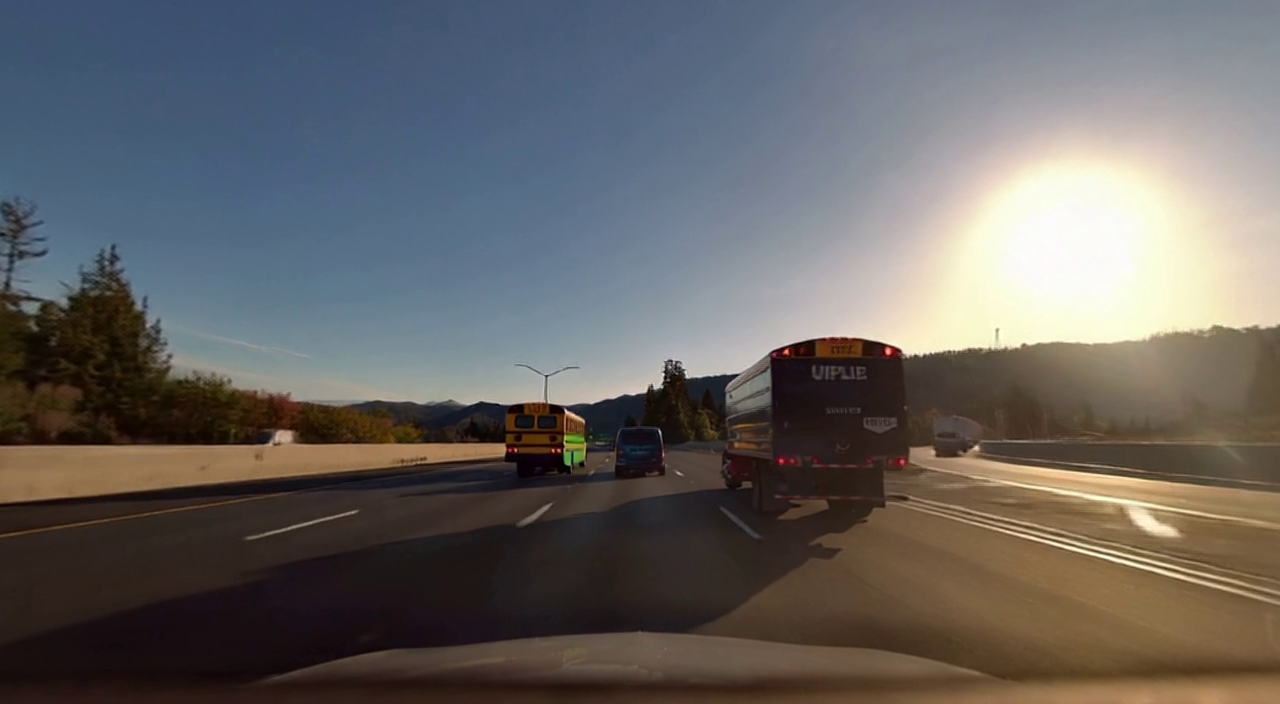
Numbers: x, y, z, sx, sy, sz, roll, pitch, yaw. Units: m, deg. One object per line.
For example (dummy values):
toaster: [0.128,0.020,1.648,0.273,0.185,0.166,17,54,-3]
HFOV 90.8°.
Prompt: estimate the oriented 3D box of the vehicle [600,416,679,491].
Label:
vehicle: [-0.080,2.943,18.520,2.037,1.929,4.343,0,-8,-2]

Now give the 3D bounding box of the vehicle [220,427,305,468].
vehicle: [-25.544,6.490,43.035,2.352,2.526,5.568,0,-8,0]

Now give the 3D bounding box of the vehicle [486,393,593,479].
vehicle: [-3.824,3.548,26.258,2.947,3.009,7.991,0,-8,1]

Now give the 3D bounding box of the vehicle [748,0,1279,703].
vehicle: [4.007,0.325,7.443,3.006,4.101,13.245,0,-8,-1]
